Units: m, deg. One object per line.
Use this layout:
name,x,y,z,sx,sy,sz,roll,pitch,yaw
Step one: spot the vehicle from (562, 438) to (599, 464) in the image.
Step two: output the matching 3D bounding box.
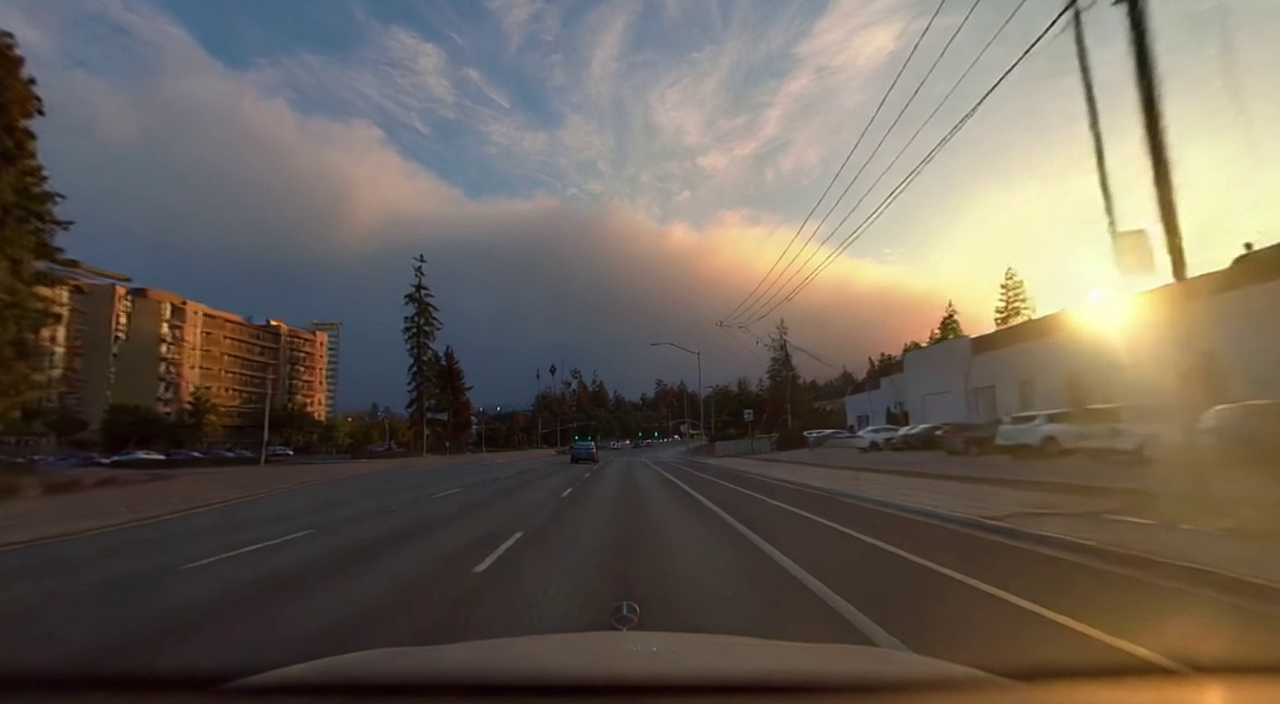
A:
vehicle,-3.918,6.627,42.318,2.121,1.654,3.993,0,-8,-1
